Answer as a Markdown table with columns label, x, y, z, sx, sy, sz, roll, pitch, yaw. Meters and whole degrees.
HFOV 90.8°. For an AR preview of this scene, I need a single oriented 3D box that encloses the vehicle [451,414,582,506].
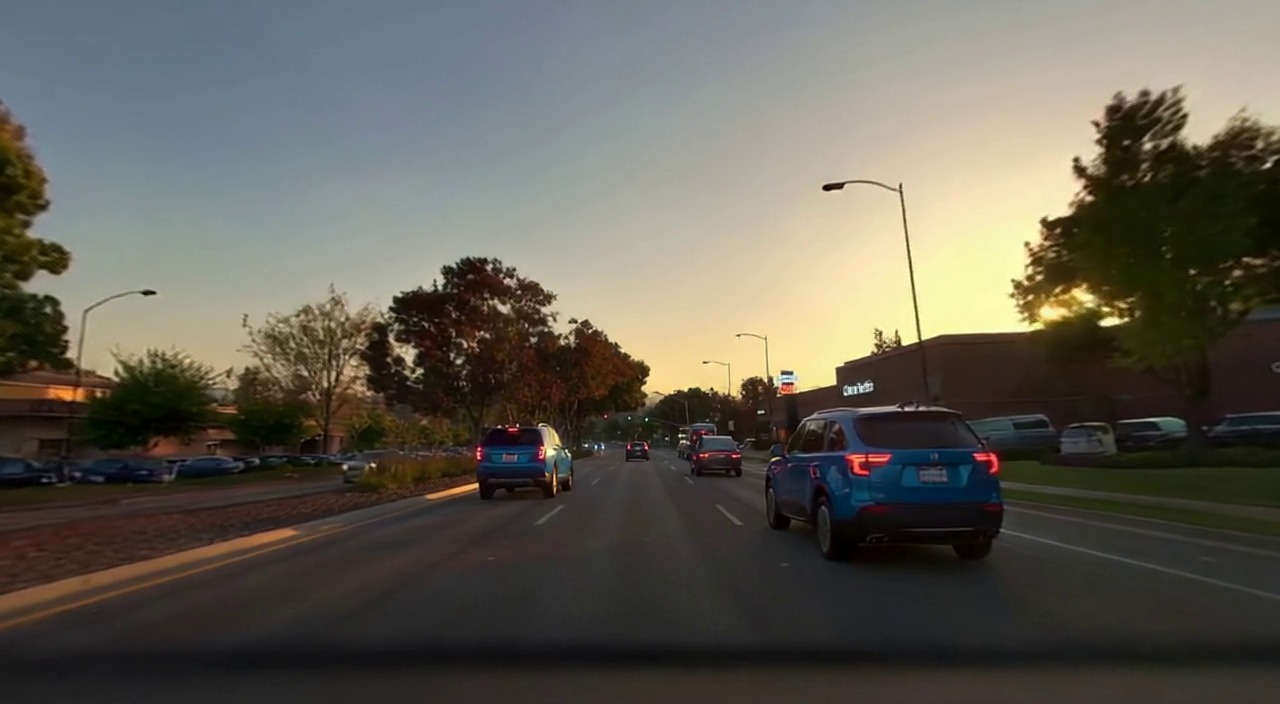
| label | x | y | z | sx | sy | sz | roll | pitch | yaw |
| --- | --- | --- | --- | --- | --- | --- | --- | --- | --- |
| vehicle | -3.031 | 2.836 | 16.967 | 2.368 | 2.037 | 5.319 | 0 | -8 | 1 |

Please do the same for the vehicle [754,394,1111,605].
| label | x | y | z | sx | sy | sz | roll | pitch | yaw |
| --- | --- | --- | --- | --- | --- | --- | --- | --- | --- |
| vehicle | 2.823 | 1.538 | 7.467 | 2.018 | 1.719 | 4.369 | 0 | -8 | -1 |

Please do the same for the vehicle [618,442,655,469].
| label | x | y | z | sx | sy | sz | roll | pitch | yaw |
| --- | --- | --- | --- | --- | --- | --- | --- | --- | --- |
| vehicle | -0.228 | 6.054 | 37.074 | 2.008 | 1.464 | 4.052 | 0 | -8 | -1 |

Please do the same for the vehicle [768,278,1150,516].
| label | x | y | z | sx | sy | sz | roll | pitch | yaw |
| --- | --- | --- | --- | --- | --- | --- | --- | --- | --- |
| vehicle | 7.136 | 1.932 | 19.099 | 2.878 | 4.158 | 16.287 | 0 | -8 | -1 |

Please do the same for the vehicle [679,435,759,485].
| label | x | y | z | sx | sy | sz | roll | pitch | yaw |
| --- | --- | --- | --- | --- | --- | --- | --- | --- | --- |
| vehicle | 2.700 | 3.857 | 22.826 | 2.174 | 1.596 | 4.779 | 0 | -8 | -2 |

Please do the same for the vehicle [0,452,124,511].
| label | x | y | z | sx | sy | sz | roll | pitch | yaw |
| --- | --- | --- | --- | --- | --- | --- | --- | --- | --- |
| vehicle | -22.320 | 4.749 | 23.645 | 1.931 | 1.908 | 4.694 | 0 | -8 | 0 |

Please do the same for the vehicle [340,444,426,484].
| label | x | y | z | sx | sy | sz | roll | pitch | yaw |
| --- | --- | --- | --- | --- | --- | --- | --- | --- | --- |
| vehicle | -11.715 | 5.104 | 29.156 | 2.134 | 1.661 | 4.374 | 0 | -8 | 0 |

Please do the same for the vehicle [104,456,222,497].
| label | x | y | z | sx | sy | sz | roll | pitch | yaw |
| --- | --- | --- | --- | --- | --- | --- | --- | --- | --- |
| vehicle | -22.128 | 5.748 | 29.557 | 1.908 | 1.711 | 4.461 | 0 | -8 | 1 |
